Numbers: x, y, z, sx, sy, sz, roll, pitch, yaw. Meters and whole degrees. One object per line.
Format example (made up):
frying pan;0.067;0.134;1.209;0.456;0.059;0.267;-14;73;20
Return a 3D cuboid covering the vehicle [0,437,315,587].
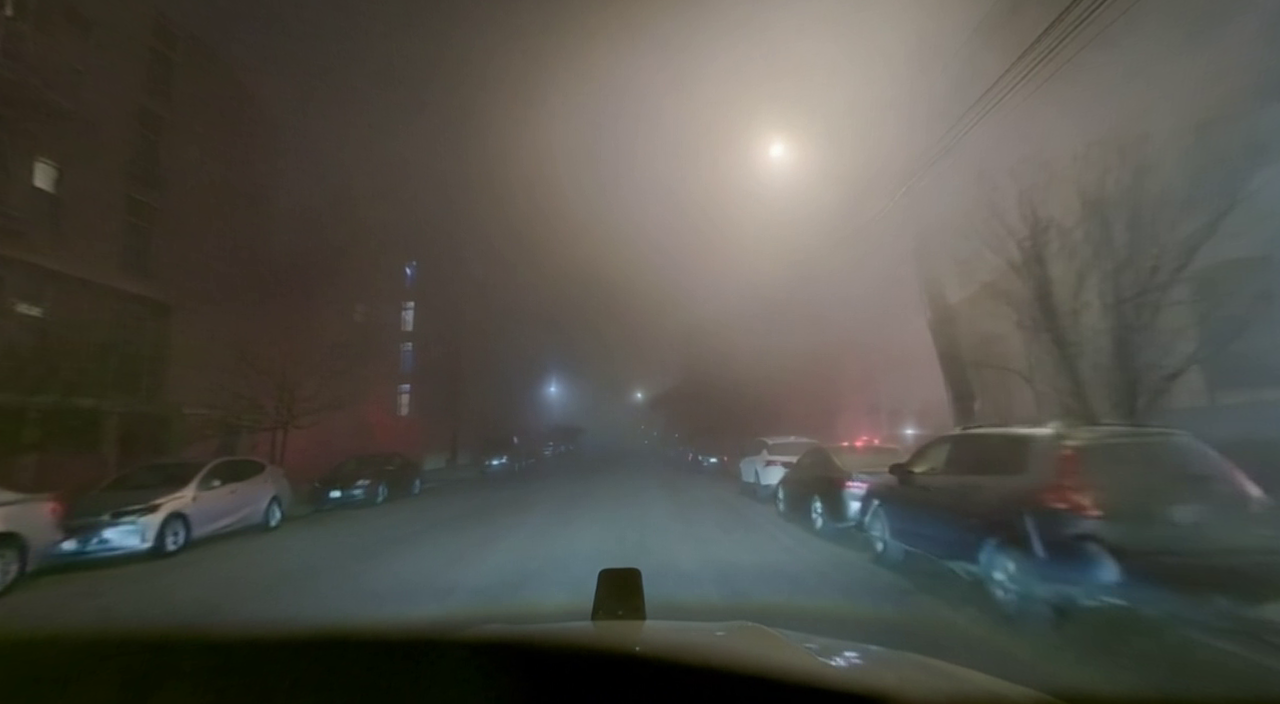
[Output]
vehicle;-7.655;2.434;10.711;1.981;1.651;4.683;-5;-6;-3

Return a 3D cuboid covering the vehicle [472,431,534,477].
vehicle;-7.687;5.743;36.104;2.351;2.251;5.856;-2;-8;-2

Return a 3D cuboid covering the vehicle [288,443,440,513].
vehicle;-7.506;3.429;17.838;2.145;1.488;4.646;-3;-7;1

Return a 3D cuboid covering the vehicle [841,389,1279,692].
vehicle;3.663;1.393;5.916;2.095;1.694;4.592;-1;-8;1

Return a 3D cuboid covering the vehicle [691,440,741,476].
vehicle;3.710;5.247;31.501;1.925;1.634;4.419;0;-8;0
